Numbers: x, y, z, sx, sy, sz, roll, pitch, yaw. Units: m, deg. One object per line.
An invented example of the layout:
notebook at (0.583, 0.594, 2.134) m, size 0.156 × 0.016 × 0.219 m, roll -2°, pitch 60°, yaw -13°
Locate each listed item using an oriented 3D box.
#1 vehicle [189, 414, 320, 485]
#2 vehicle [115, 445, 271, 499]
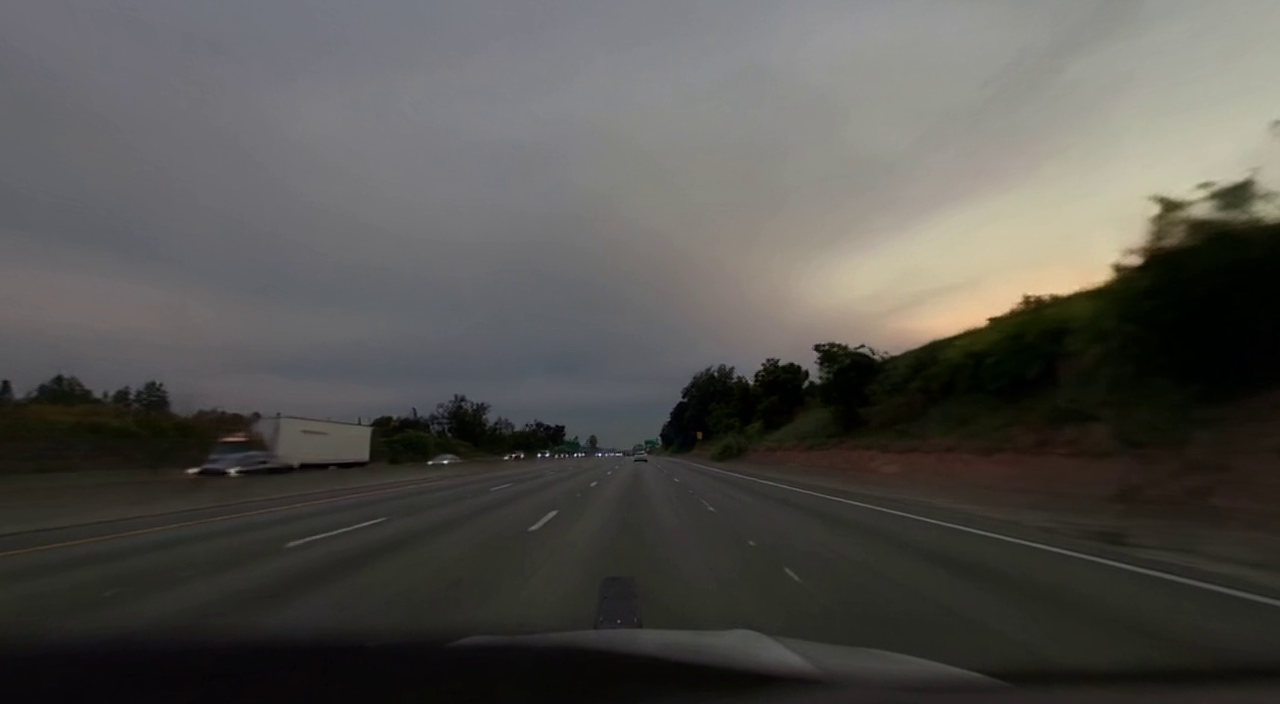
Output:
vehicle at (-23.237, 5.947, 38.454) m, size 2.894 × 3.893 × 7.794 m, roll 0°, pitch -9°, yaw 0°
vehicle at (-15.532, 4.169, 22.191) m, size 2.033 × 1.695 × 4.724 m, roll 0°, pitch -9°, yaw 0°
